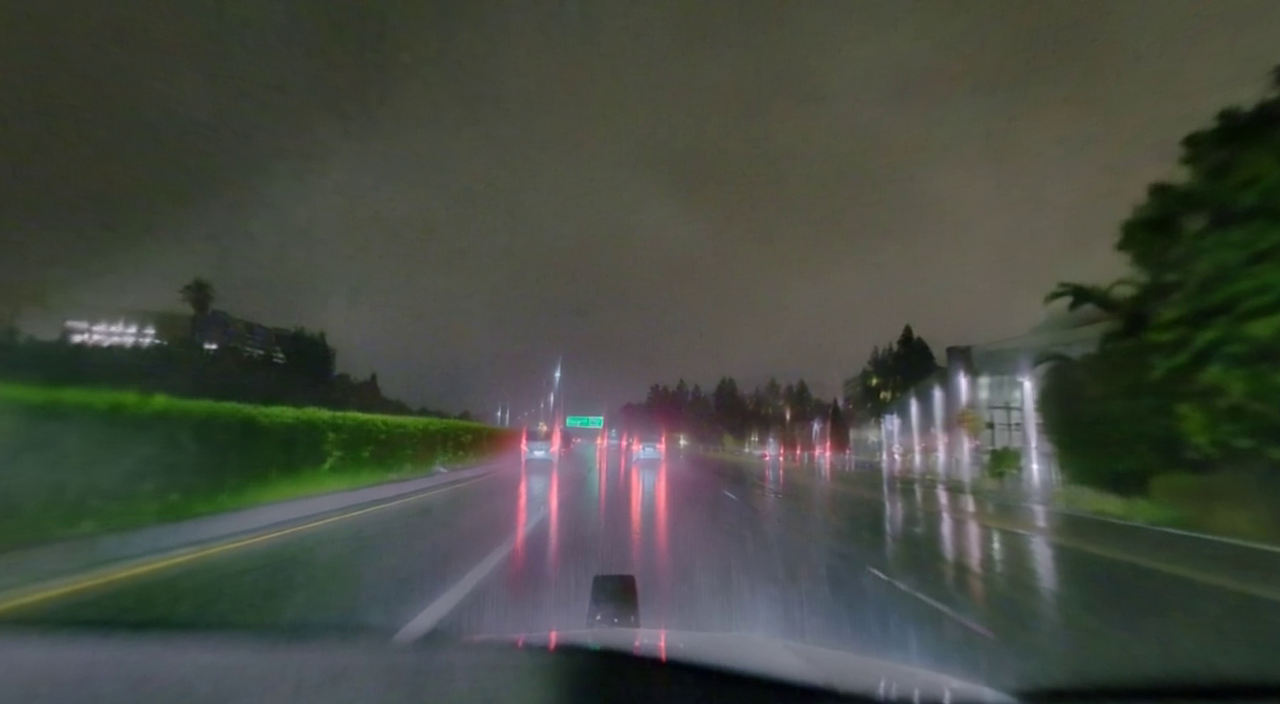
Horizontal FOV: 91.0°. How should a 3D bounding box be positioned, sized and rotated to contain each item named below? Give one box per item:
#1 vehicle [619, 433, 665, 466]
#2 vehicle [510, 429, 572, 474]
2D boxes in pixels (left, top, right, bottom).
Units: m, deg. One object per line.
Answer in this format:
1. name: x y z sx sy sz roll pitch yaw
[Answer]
1. vehicle: 0.018 5.187 33.531 2.078 1.608 3.982 0 -8 -5
2. vehicle: -4.156 4.242 27.006 2.080 1.733 4.410 0 -8 -2
